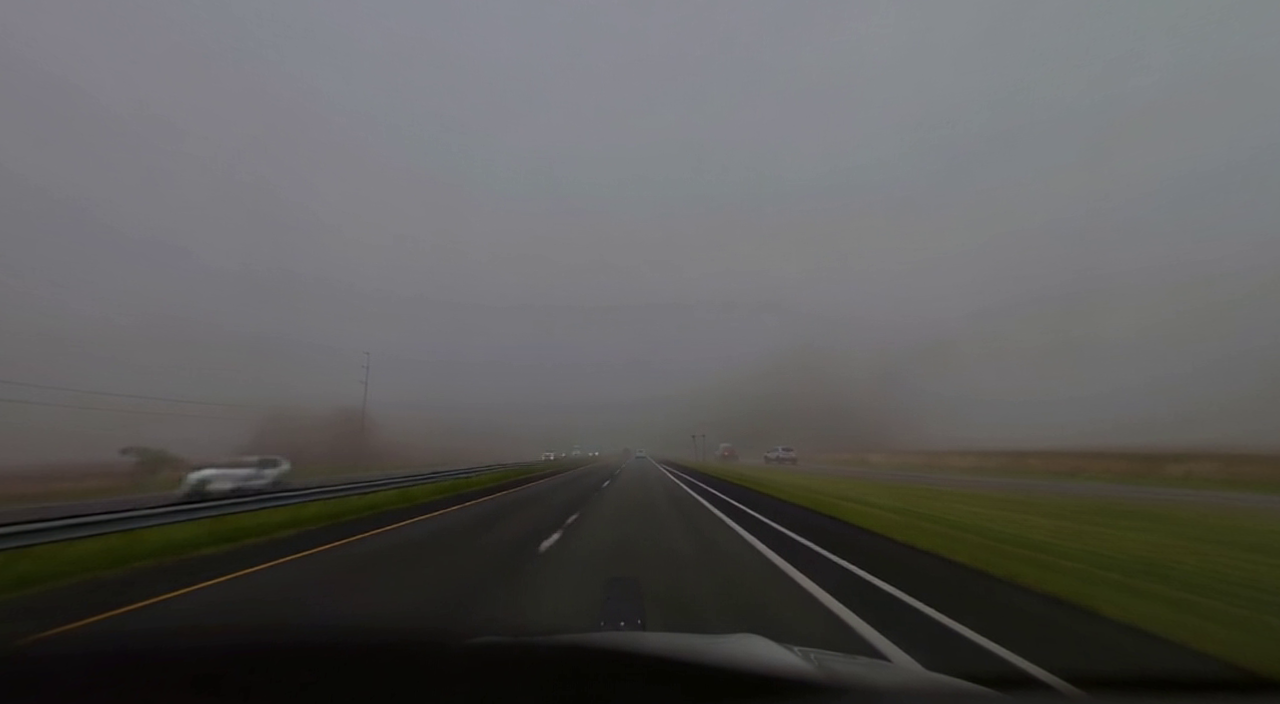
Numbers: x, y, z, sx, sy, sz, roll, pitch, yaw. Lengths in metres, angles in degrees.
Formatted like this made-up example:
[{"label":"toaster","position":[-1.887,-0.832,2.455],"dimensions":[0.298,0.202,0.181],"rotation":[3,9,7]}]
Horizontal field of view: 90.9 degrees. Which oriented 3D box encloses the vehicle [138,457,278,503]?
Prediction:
[{"label":"vehicle","position":[-15.194,4.493,22.527],"dimensions":[1.811,1.452,4.412],"rotation":[0,-9,1]}]
